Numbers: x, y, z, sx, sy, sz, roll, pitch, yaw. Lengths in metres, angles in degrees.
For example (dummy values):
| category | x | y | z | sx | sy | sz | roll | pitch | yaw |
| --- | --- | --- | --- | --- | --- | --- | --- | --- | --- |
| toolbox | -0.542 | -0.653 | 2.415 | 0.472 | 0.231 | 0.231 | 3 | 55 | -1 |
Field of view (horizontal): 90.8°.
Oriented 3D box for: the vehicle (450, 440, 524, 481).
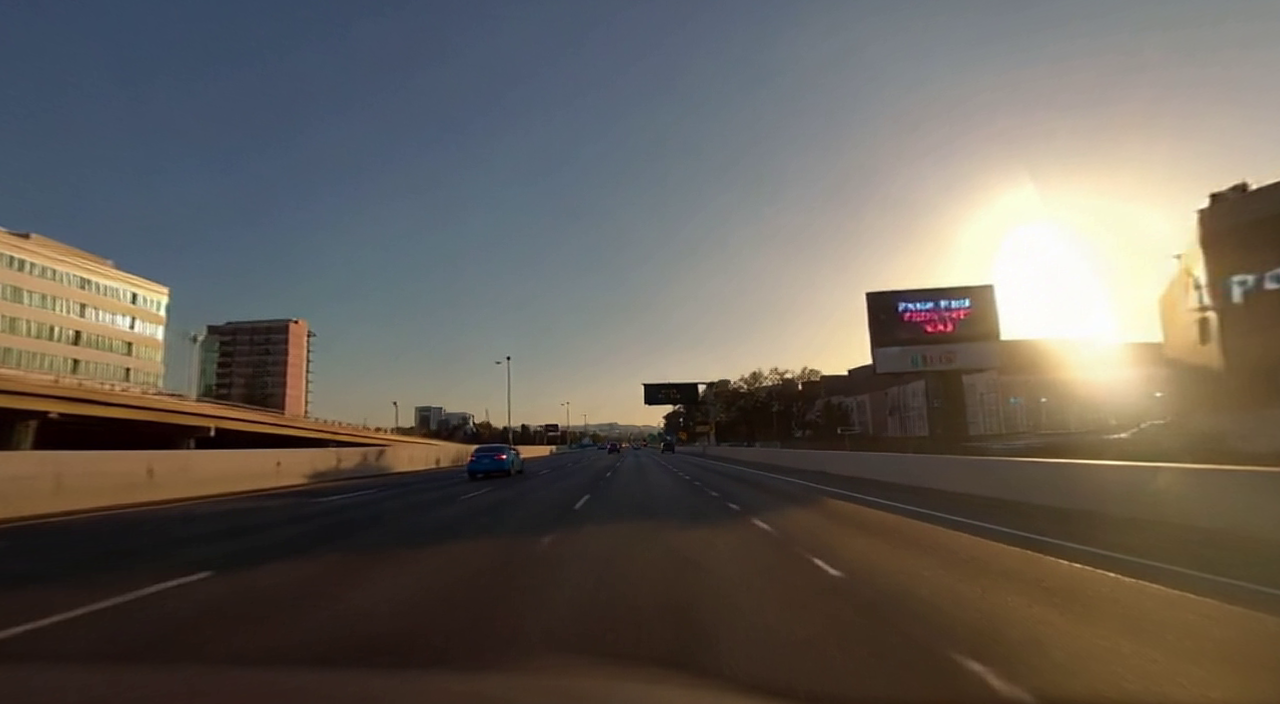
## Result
| category | x | y | z | sx | sy | sz | roll | pitch | yaw |
| --- | --- | --- | --- | --- | --- | --- | --- | --- | --- |
| vehicle | -6.198 | 4.448 | 26.149 | 1.990 | 1.529 | 4.288 | 0 | -8 | 0 |
